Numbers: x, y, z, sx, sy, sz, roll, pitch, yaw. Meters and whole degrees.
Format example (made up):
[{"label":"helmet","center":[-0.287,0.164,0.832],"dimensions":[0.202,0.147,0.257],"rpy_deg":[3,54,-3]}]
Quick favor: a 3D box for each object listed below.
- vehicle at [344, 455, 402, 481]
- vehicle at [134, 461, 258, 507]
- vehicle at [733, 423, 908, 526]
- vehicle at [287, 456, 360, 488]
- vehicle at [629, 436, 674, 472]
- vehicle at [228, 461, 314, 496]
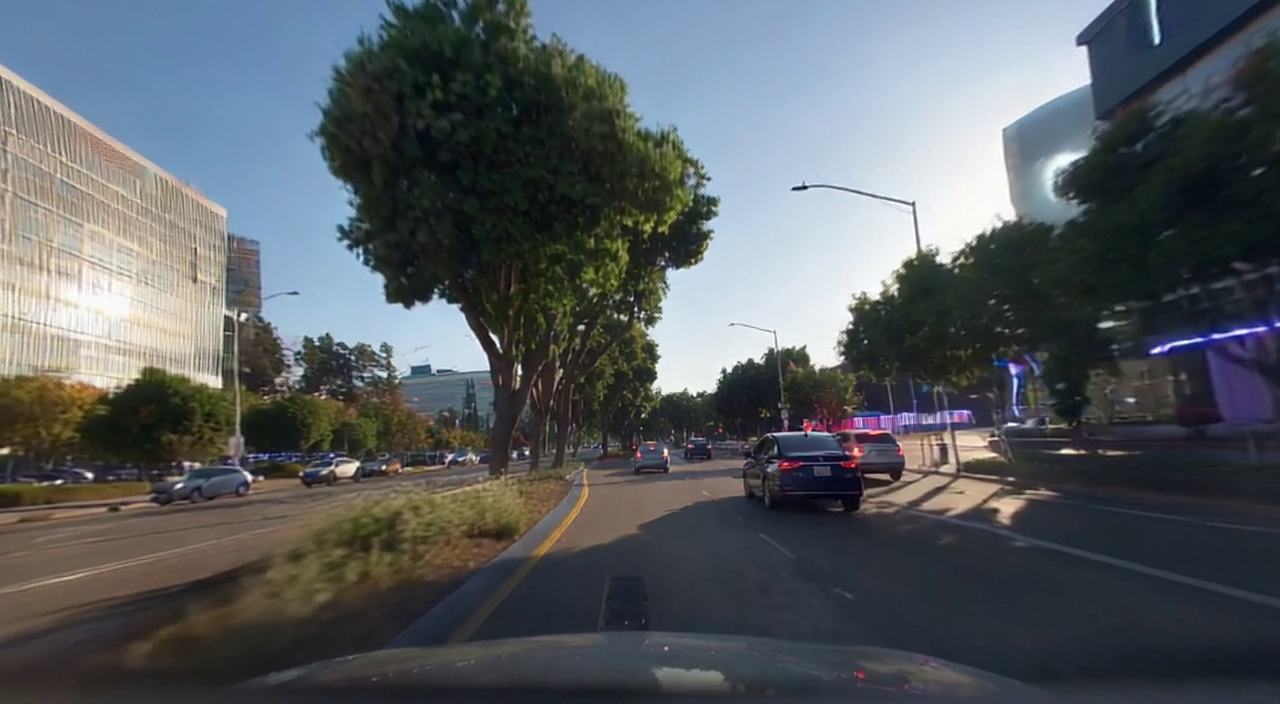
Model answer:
[{"label":"vehicle","center":[-18.465,8.018,43.797],"dimensions":[1.956,1.647,4.643],"rpy_deg":[0,-8,1]},{"label":"vehicle","center":[-18.565,5.515,26.664],"dimensions":[1.853,1.614,4.514],"rpy_deg":[-1,-8,2]},{"label":"vehicle","center":[3.167,2.262,12.249],"dimensions":[1.931,1.591,4.708],"rpy_deg":[0,-8,-1]},{"label":"vehicle","center":[-18.637,7.067,37.319],"dimensions":[2.049,1.678,4.376],"rpy_deg":[0,-8,0]},{"label":"vehicle","center":[0.504,5.096,31.608],"dimensions":[2.125,1.669,3.880],"rpy_deg":[0,-8,-1]},{"label":"vehicle","center":[-18.547,6.347,31.938],"dimensions":[1.786,1.523,4.309],"rpy_deg":[0,-8,-1]}]
